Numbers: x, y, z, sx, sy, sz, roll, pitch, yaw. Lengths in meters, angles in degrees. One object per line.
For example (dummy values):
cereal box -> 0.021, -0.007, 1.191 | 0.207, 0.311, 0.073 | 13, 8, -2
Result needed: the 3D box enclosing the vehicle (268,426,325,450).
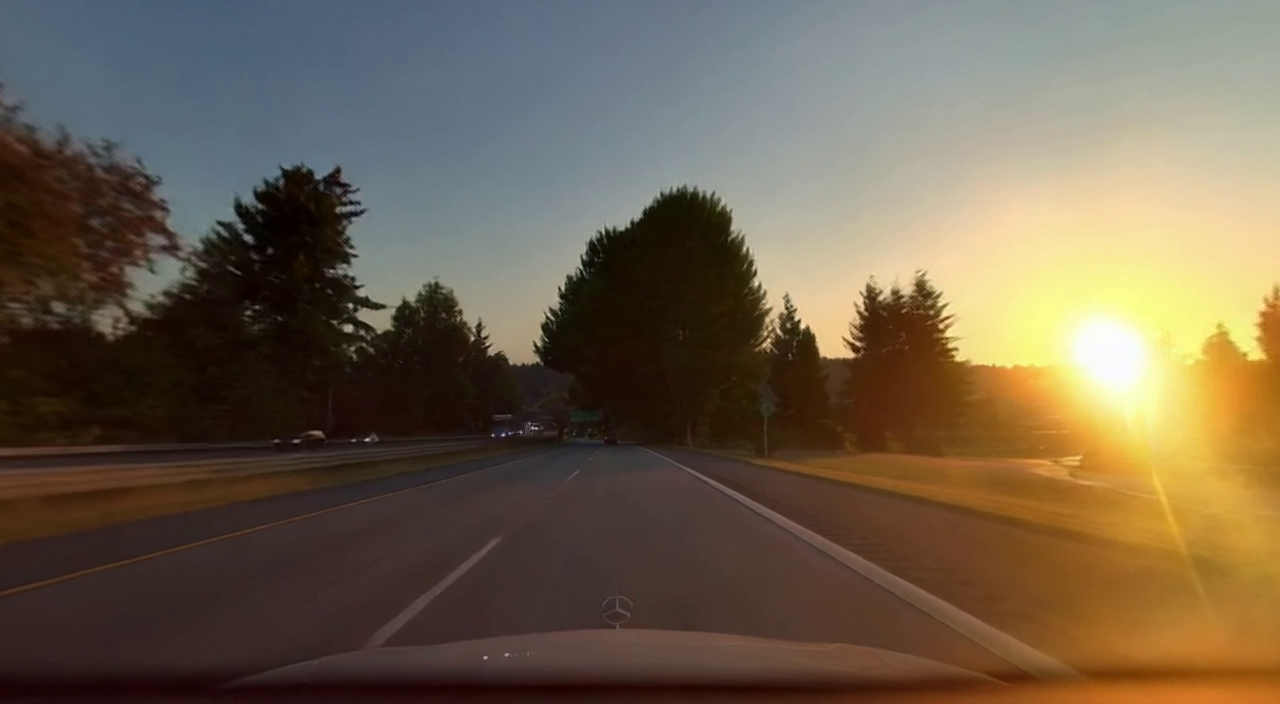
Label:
vehicle -> -23.117, 5.795, 42.551 | 1.845, 1.495, 4.167 | 1, -8, -6
